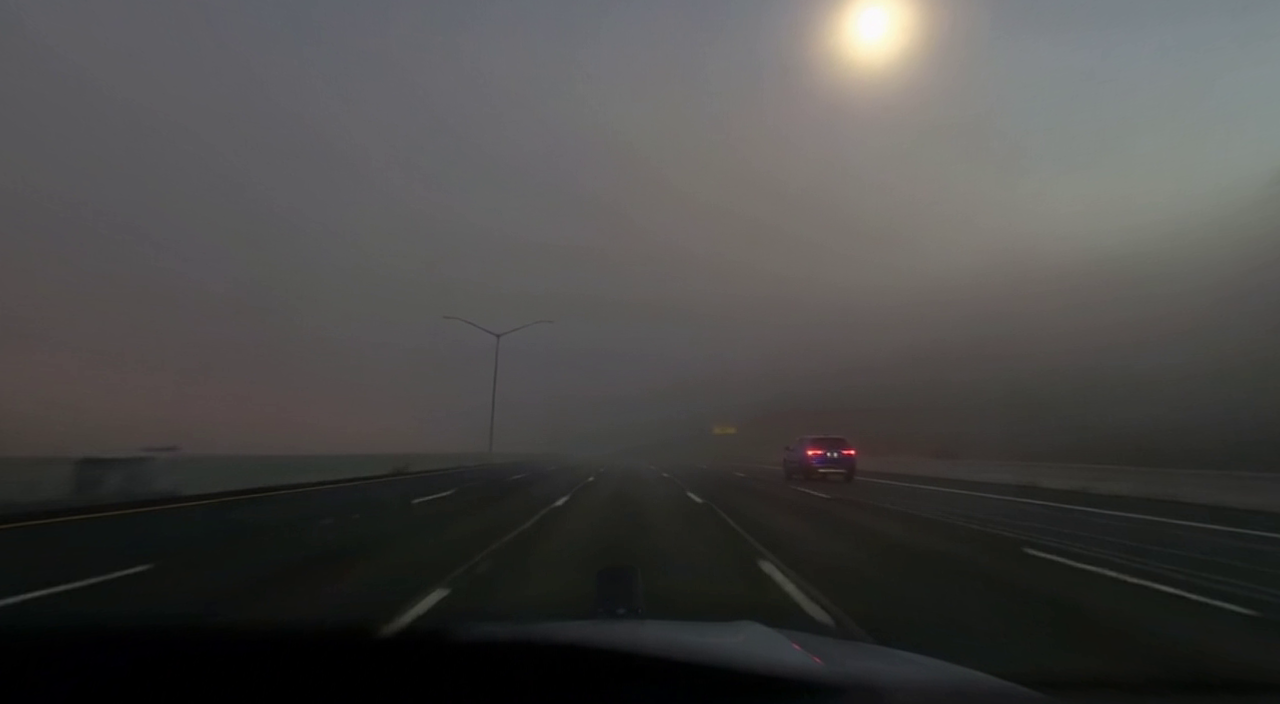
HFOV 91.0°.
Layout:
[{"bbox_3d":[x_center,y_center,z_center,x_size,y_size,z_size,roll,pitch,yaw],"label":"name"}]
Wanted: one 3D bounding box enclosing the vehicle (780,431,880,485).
[{"bbox_3d":[6.632,3.762,22.565,2.091,1.711,4.383,0,-9,-1],"label":"vehicle"}]
